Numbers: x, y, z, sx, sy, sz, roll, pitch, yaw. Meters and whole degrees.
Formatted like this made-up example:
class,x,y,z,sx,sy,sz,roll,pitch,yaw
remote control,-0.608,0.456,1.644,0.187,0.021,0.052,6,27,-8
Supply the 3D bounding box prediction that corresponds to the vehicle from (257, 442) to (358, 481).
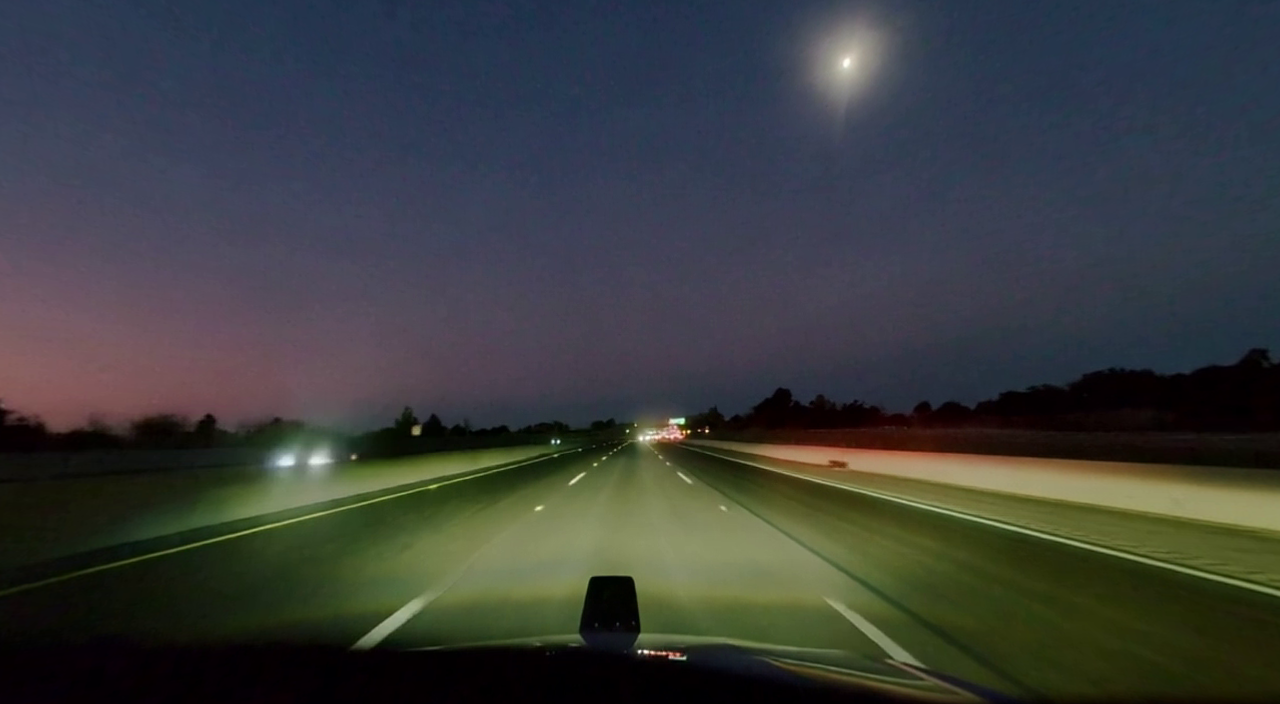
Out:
class,x,y,z,sx,sy,sz,roll,pitch,yaw
vehicle,-15.003,4.937,28.827,2.144,1.510,4.891,1,-7,-3
